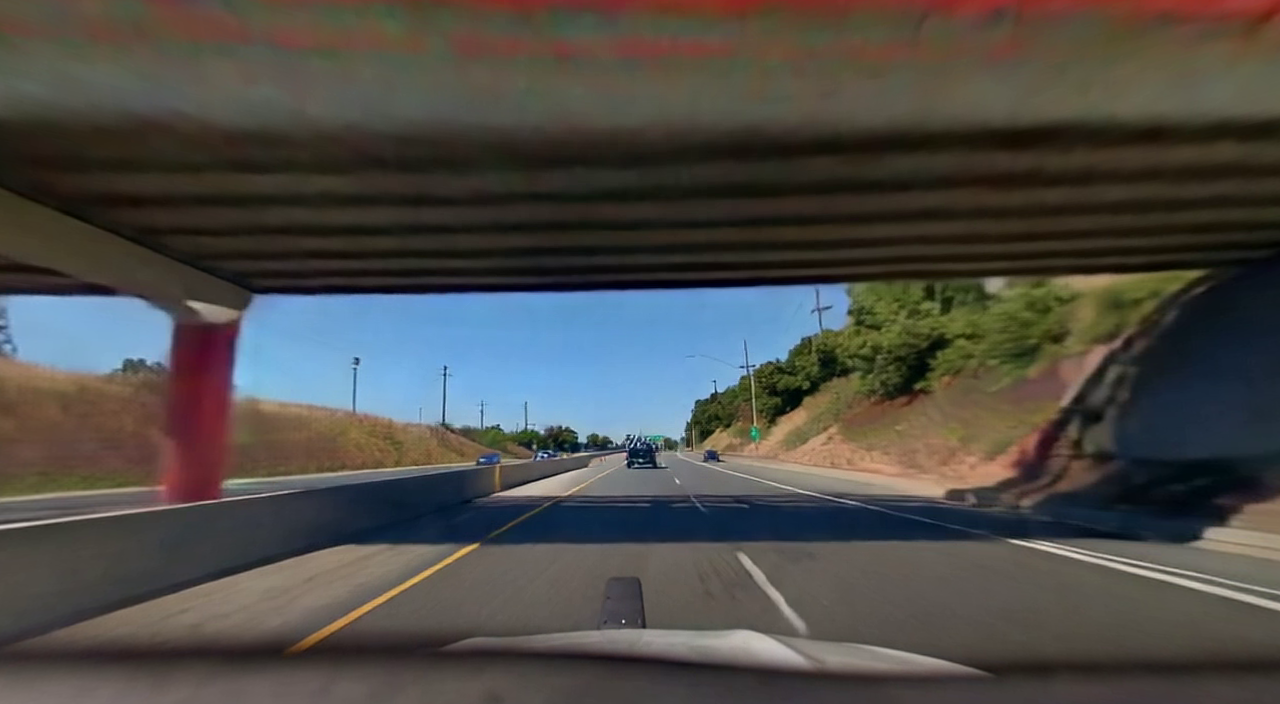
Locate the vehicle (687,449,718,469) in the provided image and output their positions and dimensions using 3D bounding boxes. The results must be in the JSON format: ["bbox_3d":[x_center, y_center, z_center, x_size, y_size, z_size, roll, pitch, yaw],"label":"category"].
[{"bbox_3d":[4.884,8.430,49.956,1.988,1.505,4.958,0,-9,0],"label":"vehicle"}]

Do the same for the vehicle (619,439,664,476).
[{"bbox_3d":[0.170,5.982,35.984,2.369,1.948,5.343,0,-9,2],"label":"vehicle"}]
